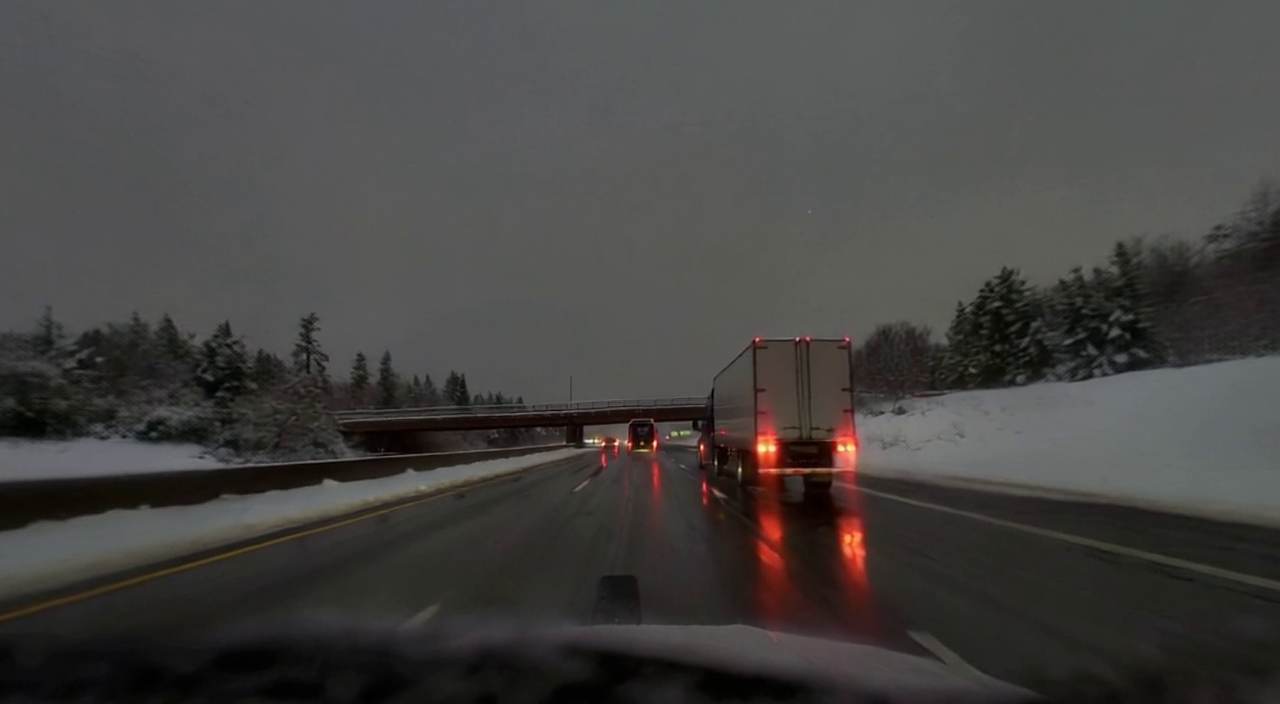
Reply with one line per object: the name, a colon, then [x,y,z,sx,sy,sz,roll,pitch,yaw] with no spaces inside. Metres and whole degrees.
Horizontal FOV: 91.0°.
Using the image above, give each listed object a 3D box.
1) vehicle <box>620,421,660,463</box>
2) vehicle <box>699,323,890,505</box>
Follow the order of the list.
vehicle: [0.029,6.127,42.796,2.481,2.618,6.314,-1,-8,0]
vehicle: [3.862,2.122,19.243,2.997,3.983,10.860,1,-8,0]
